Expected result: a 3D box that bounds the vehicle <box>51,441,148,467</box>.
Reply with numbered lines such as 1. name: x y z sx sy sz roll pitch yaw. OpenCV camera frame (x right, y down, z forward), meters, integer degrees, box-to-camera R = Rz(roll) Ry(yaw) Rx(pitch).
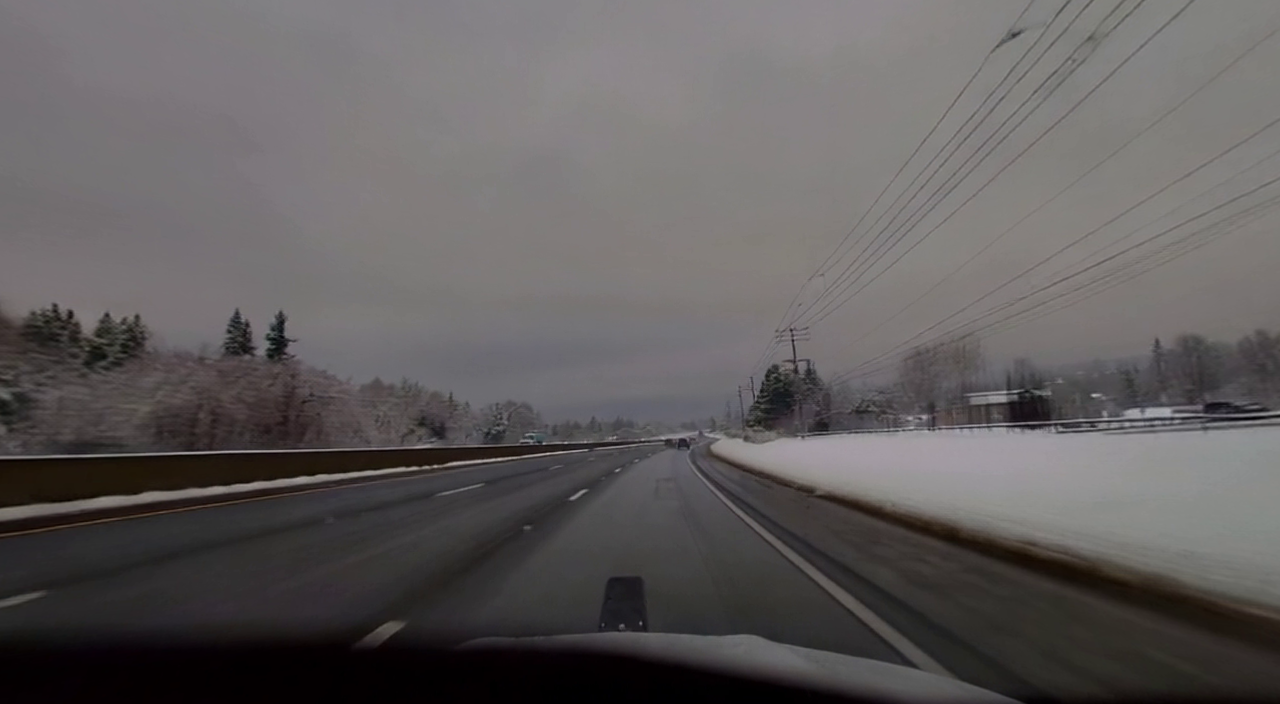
1. vehicle: -32.622 6.177 38.235 1.806 1.451 4.457 0 -9 3
